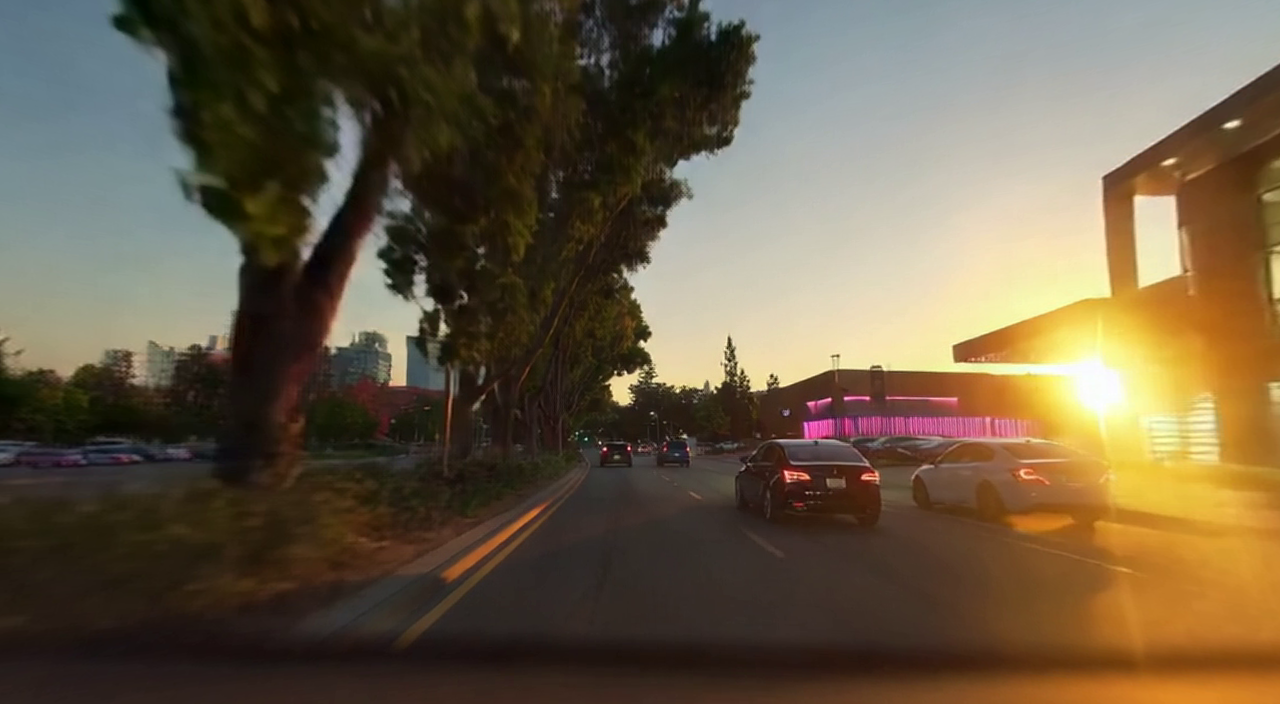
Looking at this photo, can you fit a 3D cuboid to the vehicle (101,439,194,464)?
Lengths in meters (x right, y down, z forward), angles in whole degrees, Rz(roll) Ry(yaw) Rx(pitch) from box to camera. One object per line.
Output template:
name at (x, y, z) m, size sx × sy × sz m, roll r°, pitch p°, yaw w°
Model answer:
vehicle at (-30.819, 6.204, 39.489) m, size 4.040 × 1.501 × 2.088 m, roll 1°, pitch -8°, yaw -4°

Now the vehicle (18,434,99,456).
vehicle at (-44.805, 7.191, 48.541) m, size 4.087 × 1.669 × 1.869 m, roll 1°, pitch -8°, yaw -8°

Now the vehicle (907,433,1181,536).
vehicle at (6.758, 2.220, 11.248) m, size 1.917 × 1.457 × 4.274 m, roll 0°, pitch -8°, yaw -2°

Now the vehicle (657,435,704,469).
vehicle at (2.172, 5.523, 35.053) m, size 2.000 × 1.745 × 4.206 m, roll 1°, pitch -8°, yaw -5°

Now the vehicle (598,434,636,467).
vehicle at (-1.411, 5.812, 37.308) m, size 2.051 × 1.798 × 4.168 m, roll 1°, pitch -8°, yaw -4°

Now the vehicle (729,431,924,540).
vehicle at (2.851, 2.131, 10.751) m, size 1.883 × 1.452 × 4.258 m, roll 0°, pitch -8°, yaw -2°

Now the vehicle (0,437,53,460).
vehicle at (-44.087, 6.709, 43.840) m, size 4.194 × 1.492 × 2.033 m, roll 0°, pitch -8°, yaw -3°
